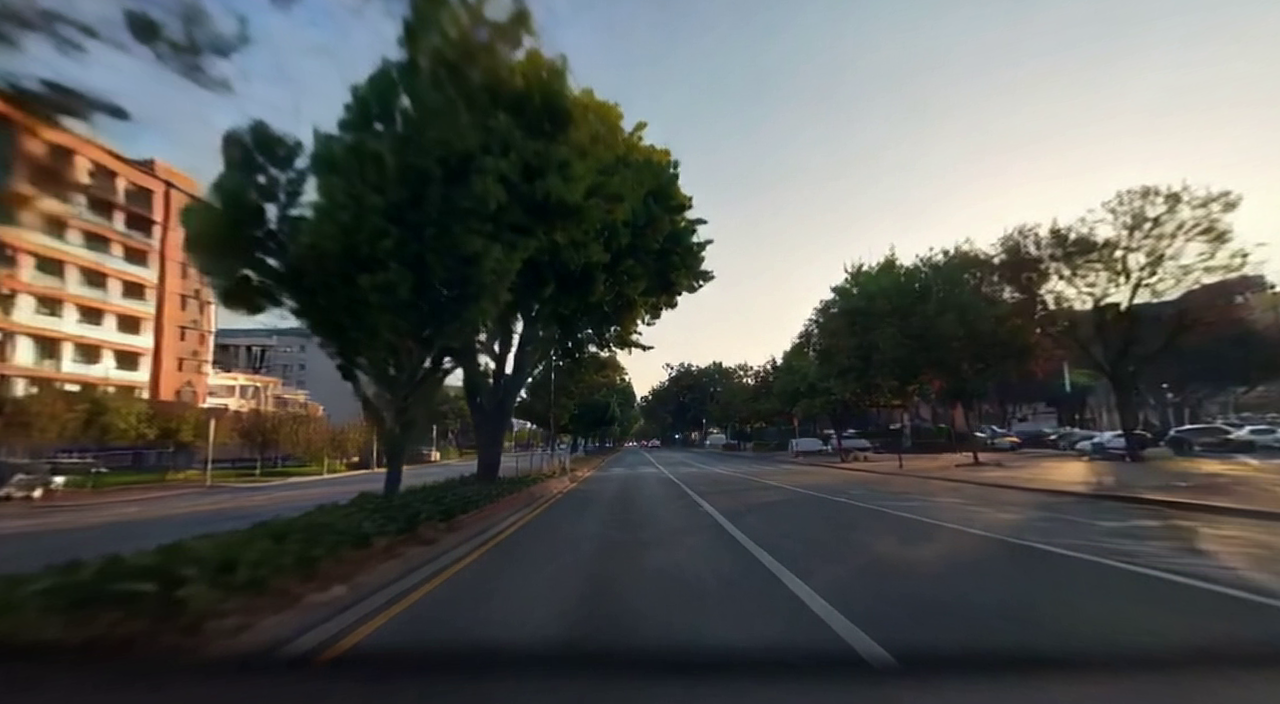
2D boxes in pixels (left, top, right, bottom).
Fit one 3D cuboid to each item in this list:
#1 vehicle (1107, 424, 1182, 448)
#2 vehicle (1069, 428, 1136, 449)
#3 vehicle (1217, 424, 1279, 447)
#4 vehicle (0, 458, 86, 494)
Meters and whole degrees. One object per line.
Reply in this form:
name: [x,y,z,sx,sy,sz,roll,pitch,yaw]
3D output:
vehicle: [38.613,6.493,48.517,2.005,1.609,4.236,-1,-9,-4]
vehicle: [35.841,6.729,49.118,1.858,1.507,4.593,0,-7,1]
vehicle: [41.583,5.583,41.989,1.873,1.480,4.813,0,-9,0]
vehicle: [-30.287,6.018,30.758,4.679,1.661,1.923,0,-9,-1]
